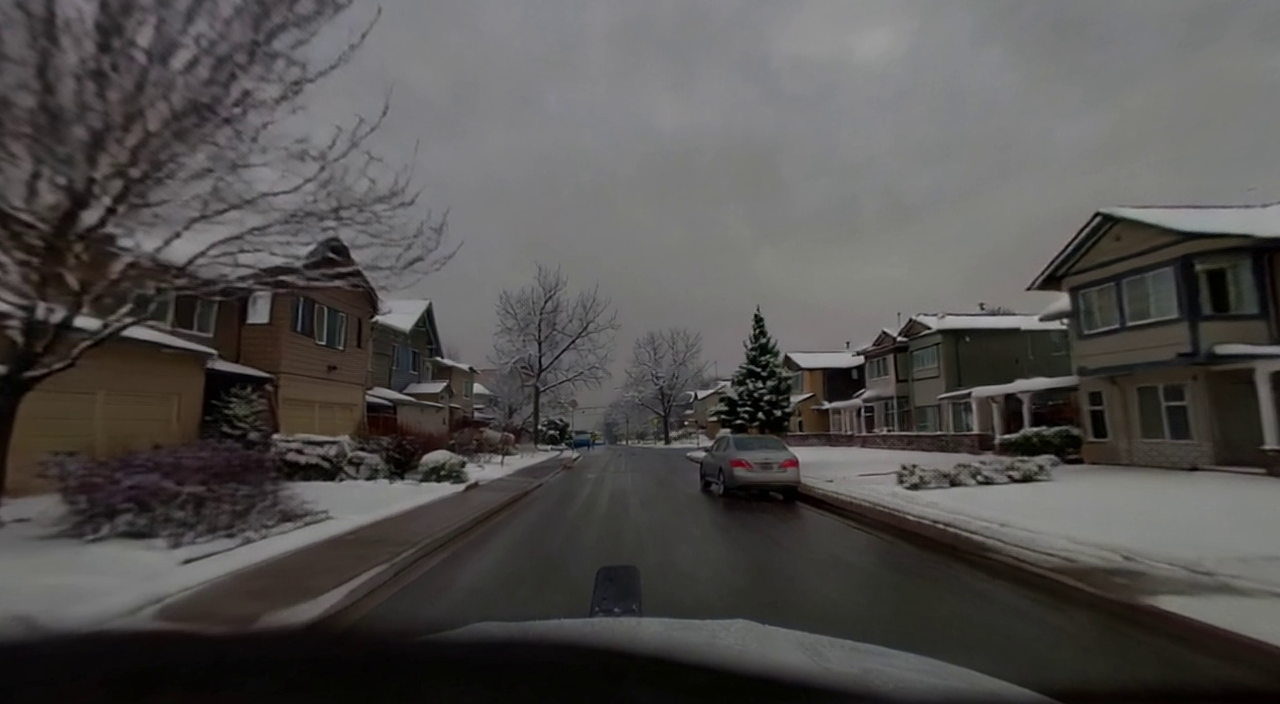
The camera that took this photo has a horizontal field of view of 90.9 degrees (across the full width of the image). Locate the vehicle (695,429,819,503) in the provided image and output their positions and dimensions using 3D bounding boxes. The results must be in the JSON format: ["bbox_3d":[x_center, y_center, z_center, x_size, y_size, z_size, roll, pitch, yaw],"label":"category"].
[{"bbox_3d":[2.612,2.625,15.129,1.955,1.498,4.046,0,-7,-4],"label":"vehicle"}]
